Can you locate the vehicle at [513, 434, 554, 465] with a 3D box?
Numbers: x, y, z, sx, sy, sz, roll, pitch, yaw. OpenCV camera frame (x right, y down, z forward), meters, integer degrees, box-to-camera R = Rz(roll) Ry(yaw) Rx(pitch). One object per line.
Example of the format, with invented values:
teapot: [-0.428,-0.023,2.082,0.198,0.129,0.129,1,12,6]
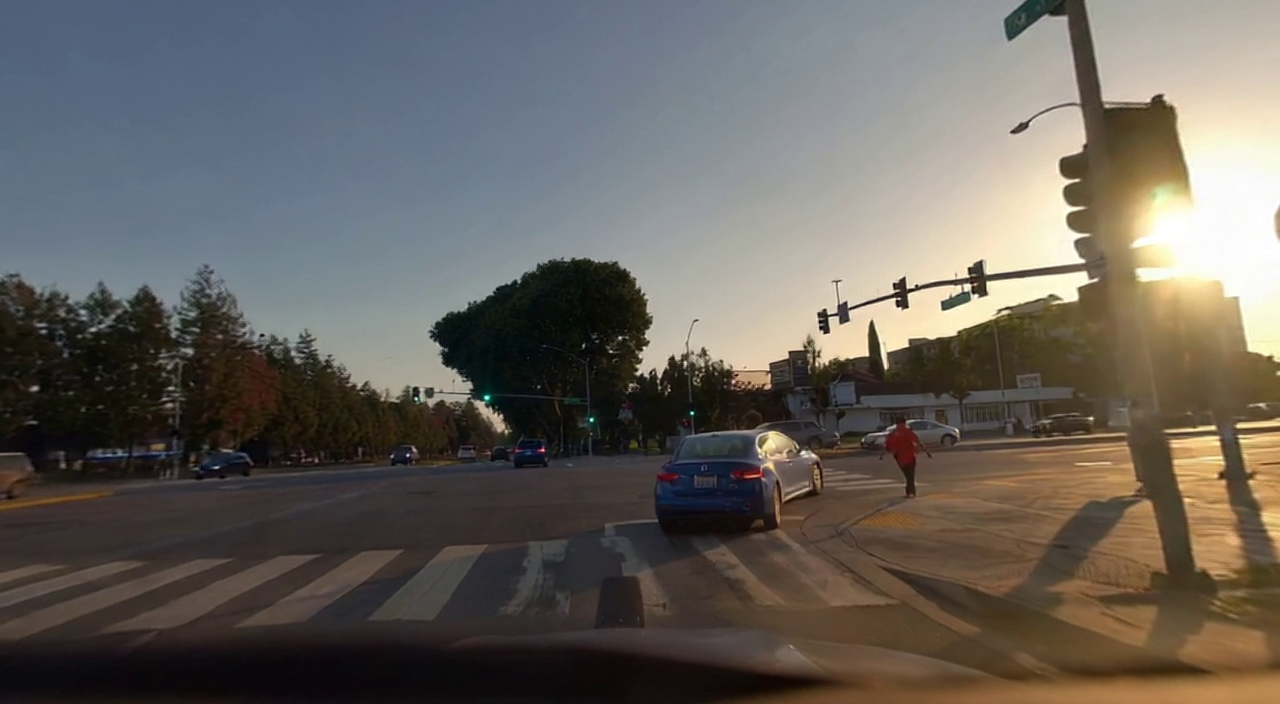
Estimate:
vehicle: [-6.369,5.886,38.193,2.210,1.722,4.215,1,-8,-7]

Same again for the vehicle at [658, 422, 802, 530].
vehicle: [1.777,2.042,11.065,1.976,1.462,4.342,-2,-8,15]

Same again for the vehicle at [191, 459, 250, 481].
vehicle: [-32.776,9.186,49.515,1.894,1.480,4.710,1,-8,-7]

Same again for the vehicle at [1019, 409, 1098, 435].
vehicle: [27.230,4.567,41.137,3.923,1.619,1.817,1,-8,-8]

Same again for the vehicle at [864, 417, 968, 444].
vehicle: [14.586,4.179,33.488,4.700,1.417,1.789,1,-8,-7]
